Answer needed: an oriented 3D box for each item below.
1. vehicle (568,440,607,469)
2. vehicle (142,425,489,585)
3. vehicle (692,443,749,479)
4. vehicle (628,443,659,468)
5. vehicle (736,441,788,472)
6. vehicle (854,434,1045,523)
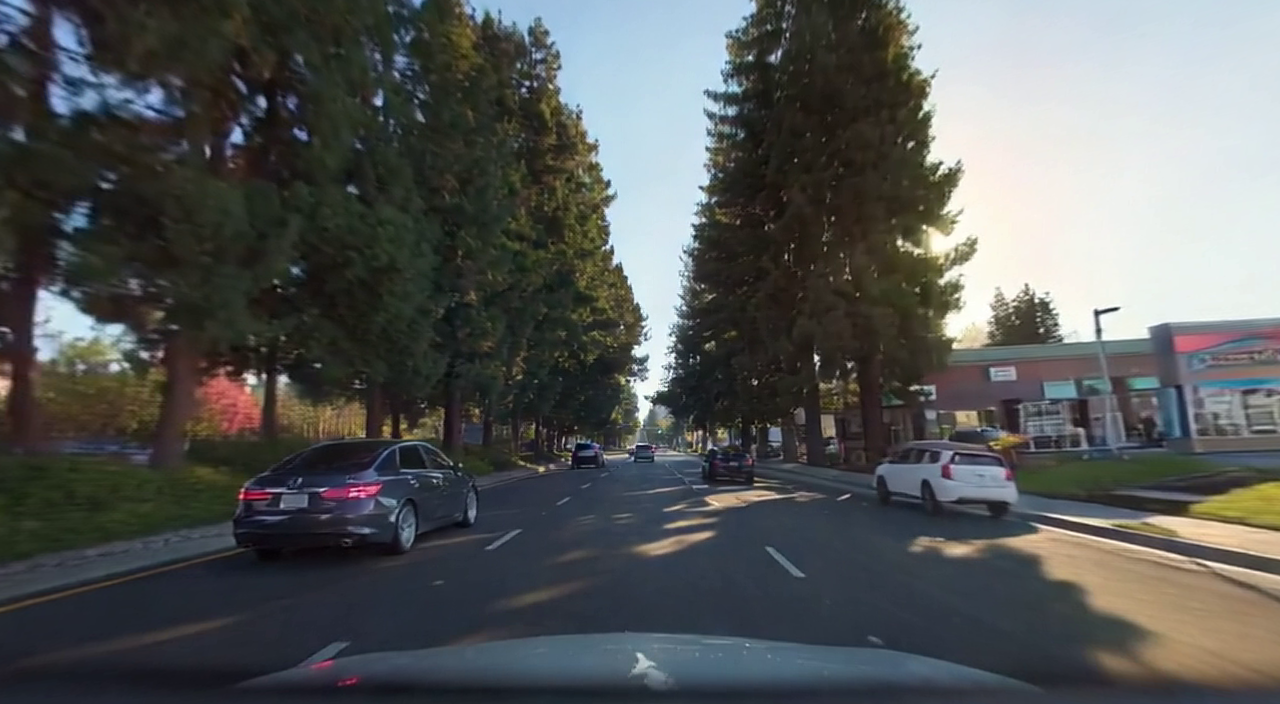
[{"bbox_3d":[-3.364,6.653,41.014,2.051,1.747,4.370,0,-8,1],"label":"vehicle"},{"bbox_3d":[-3.785,1.869,8.757,1.988,1.530,5.155,0,-8,1],"label":"vehicle"},{"bbox_3d":[3.533,4.865,28.544,2.010,1.486,4.498,0,-8,0],"label":"vehicle"},{"bbox_3d":[0.243,6.687,40.903,1.922,1.579,3.642,0,-8,0],"label":"vehicle"},{"bbox_3d":[6.819,5.908,35.798,1.988,1.659,4.508,0,-9,-1],"label":"vehicle"},{"bbox_3d":[6.374,2.626,13.667,1.983,1.599,4.243,0,-9,0],"label":"vehicle"}]
